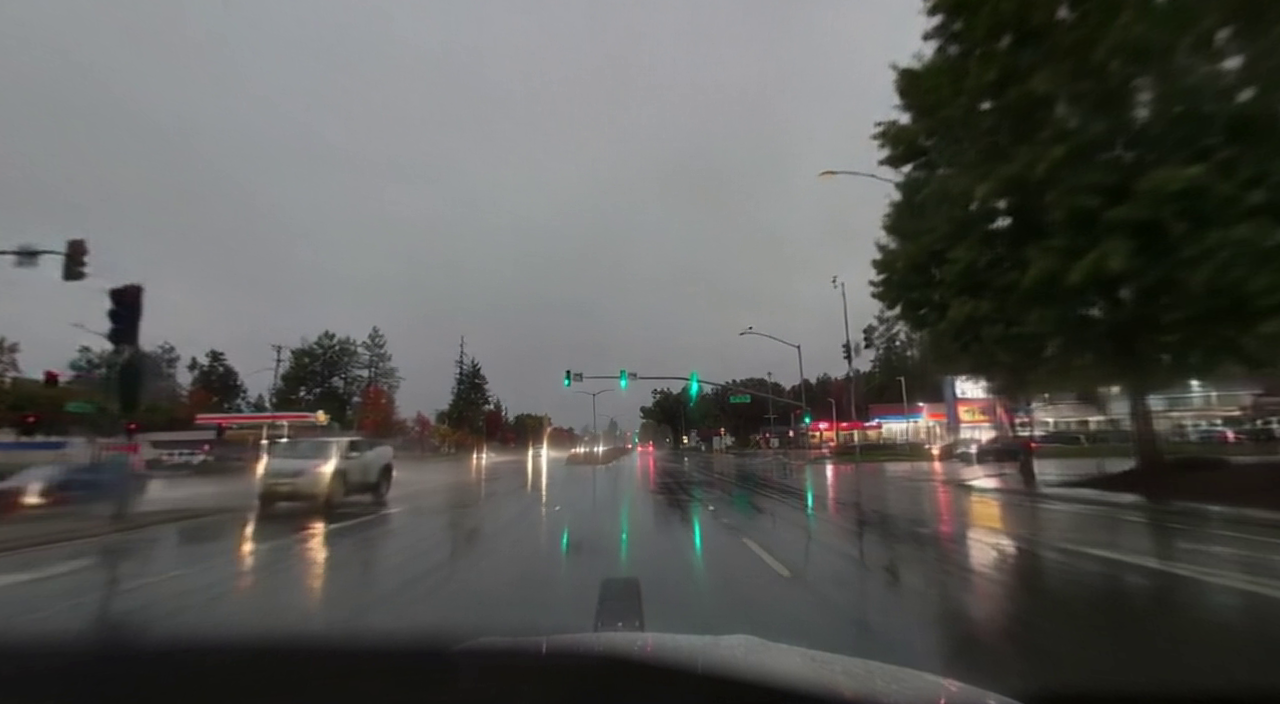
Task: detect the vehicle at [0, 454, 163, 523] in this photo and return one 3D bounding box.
[{"bbox_3d":[-14.976,3.407,16.334,1.843,1.447,4.419,0,-8,0],"label":"vehicle"}]

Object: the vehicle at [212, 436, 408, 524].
[{"bbox_3d":[-6.648,2.593,13.396,1.898,1.539,4.314,0,-8,-1],"label":"vehicle"}]

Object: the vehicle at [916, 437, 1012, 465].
[{"bbox_3d":[18.220,5.612,35.754,4.533,1.485,1.916,-3,-9,19],"label":"vehicle"}]

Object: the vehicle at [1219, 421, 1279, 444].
[{"bbox_3d":[42.337,5.509,42.872,1.763,1.453,4.534,0,-8,0],"label":"vehicle"}]
